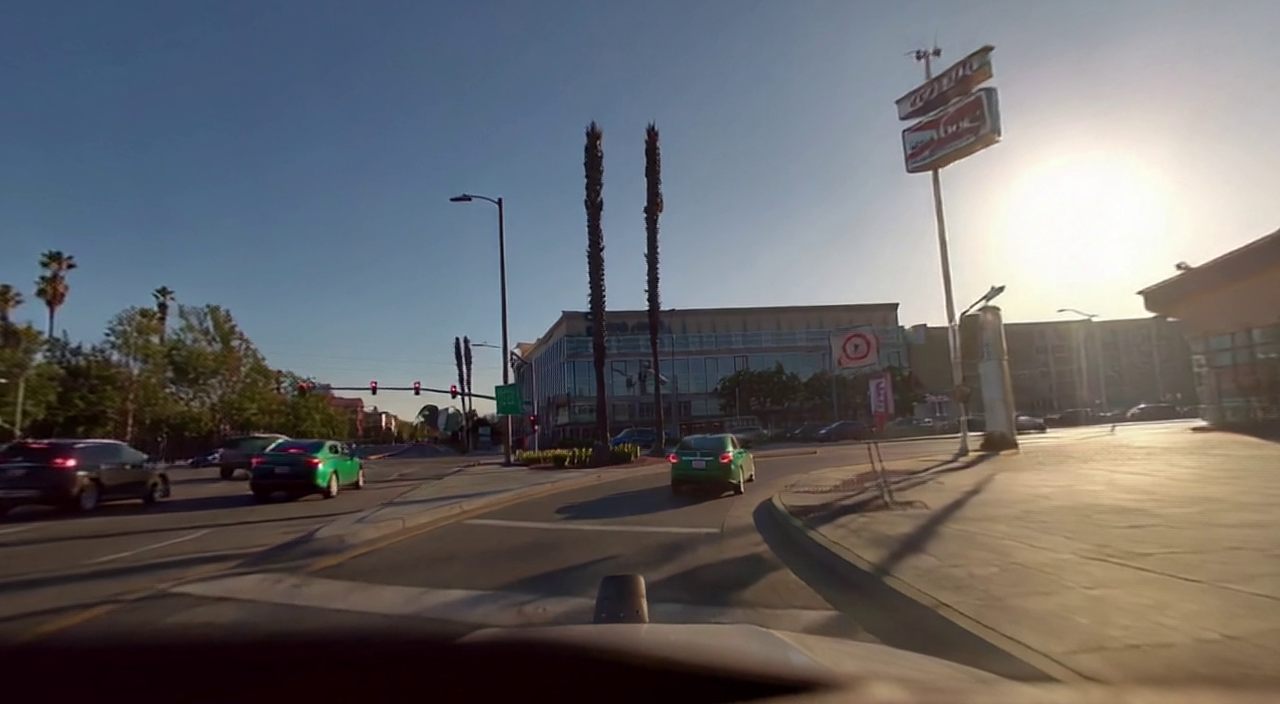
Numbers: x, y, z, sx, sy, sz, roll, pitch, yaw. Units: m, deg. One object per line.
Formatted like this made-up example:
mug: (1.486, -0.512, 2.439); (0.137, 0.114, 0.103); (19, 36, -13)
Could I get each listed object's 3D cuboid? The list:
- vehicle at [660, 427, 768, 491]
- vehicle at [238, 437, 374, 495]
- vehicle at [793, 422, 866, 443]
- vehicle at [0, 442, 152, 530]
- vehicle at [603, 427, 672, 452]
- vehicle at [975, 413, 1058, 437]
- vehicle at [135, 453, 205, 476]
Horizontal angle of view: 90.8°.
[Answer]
vehicle: (2.170, 2.865, 17.216); (2.070, 1.493, 4.570); (-3, -9, 17)
vehicle: (-9.626, 3.290, 18.676); (1.912, 1.487, 4.471); (1, -9, -6)
vehicle: (14.714, 6.248, 49.110); (4.981, 1.491, 1.922); (0, -10, -7)
vehicle: (-12.047, 2.522, 12.298); (1.905, 1.482, 4.463); (1, -9, -7)
vehicle: (-0.222, 6.523, 47.172); (4.757, 1.633, 1.932); (-1, -8, -10)
vehicle: (25.937, 5.085, 43.583); (4.458, 1.589, 2.044); (1, -8, -6)
vehicle: (-34.533, 8.277, 46.611); (2.036, 1.526, 4.732); (1, -9, -8)
